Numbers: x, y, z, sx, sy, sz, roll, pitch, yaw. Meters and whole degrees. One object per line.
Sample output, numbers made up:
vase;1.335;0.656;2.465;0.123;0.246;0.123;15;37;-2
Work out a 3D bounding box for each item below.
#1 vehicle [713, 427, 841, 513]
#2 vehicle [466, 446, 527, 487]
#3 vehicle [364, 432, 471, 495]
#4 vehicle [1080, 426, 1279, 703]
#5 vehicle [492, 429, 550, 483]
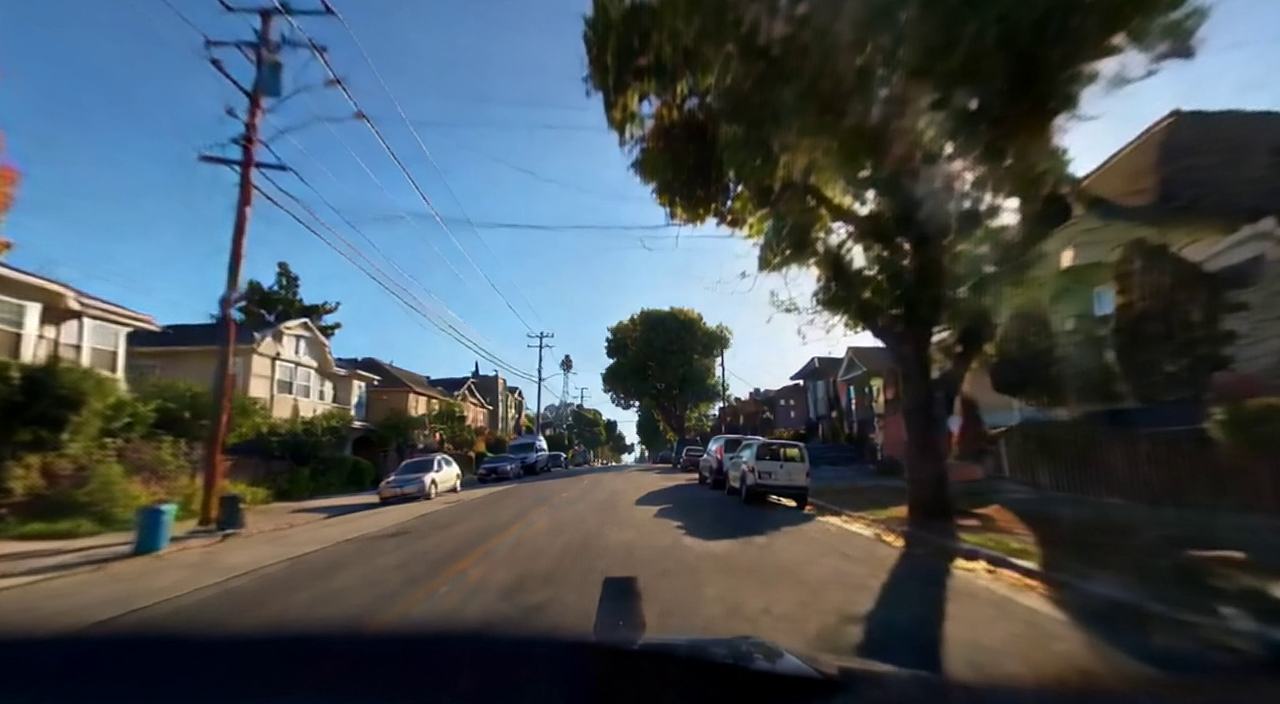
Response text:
vehicle;3.140;2.807;15.525;2.013;1.775;4.570;0;-8;-1
vehicle;-7.166;5.705;31.805;2.027;1.563;4.594;-2;-5;0
vehicle;-7.053;3.505;20.462;1.874;1.569;4.318;1;-4;0
vehicle;3.288;0.776;0.764;1.990;1.447;4.682;0;-8;-2
vehicle;-7.222;6.314;38.882;2.508;2.712;5.809;0;-4;-1
